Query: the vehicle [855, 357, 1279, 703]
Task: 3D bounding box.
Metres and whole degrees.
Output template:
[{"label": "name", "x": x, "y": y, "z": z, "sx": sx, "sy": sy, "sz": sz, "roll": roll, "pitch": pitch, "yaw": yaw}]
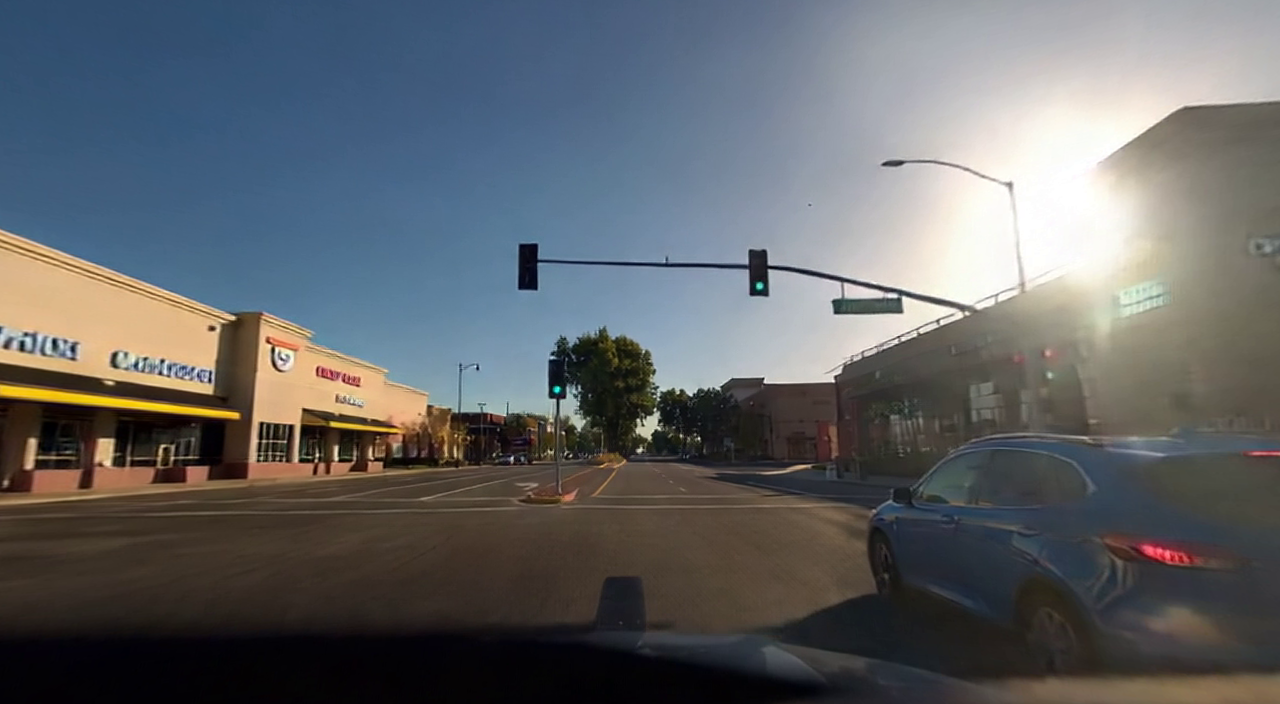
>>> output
[{"label": "vehicle", "x": 3.246, "y": 1.109, "z": 3.963, "sx": 2.015, "sy": 1.641, "sz": 4.995, "roll": 0, "pitch": -9, "yaw": 0}]
